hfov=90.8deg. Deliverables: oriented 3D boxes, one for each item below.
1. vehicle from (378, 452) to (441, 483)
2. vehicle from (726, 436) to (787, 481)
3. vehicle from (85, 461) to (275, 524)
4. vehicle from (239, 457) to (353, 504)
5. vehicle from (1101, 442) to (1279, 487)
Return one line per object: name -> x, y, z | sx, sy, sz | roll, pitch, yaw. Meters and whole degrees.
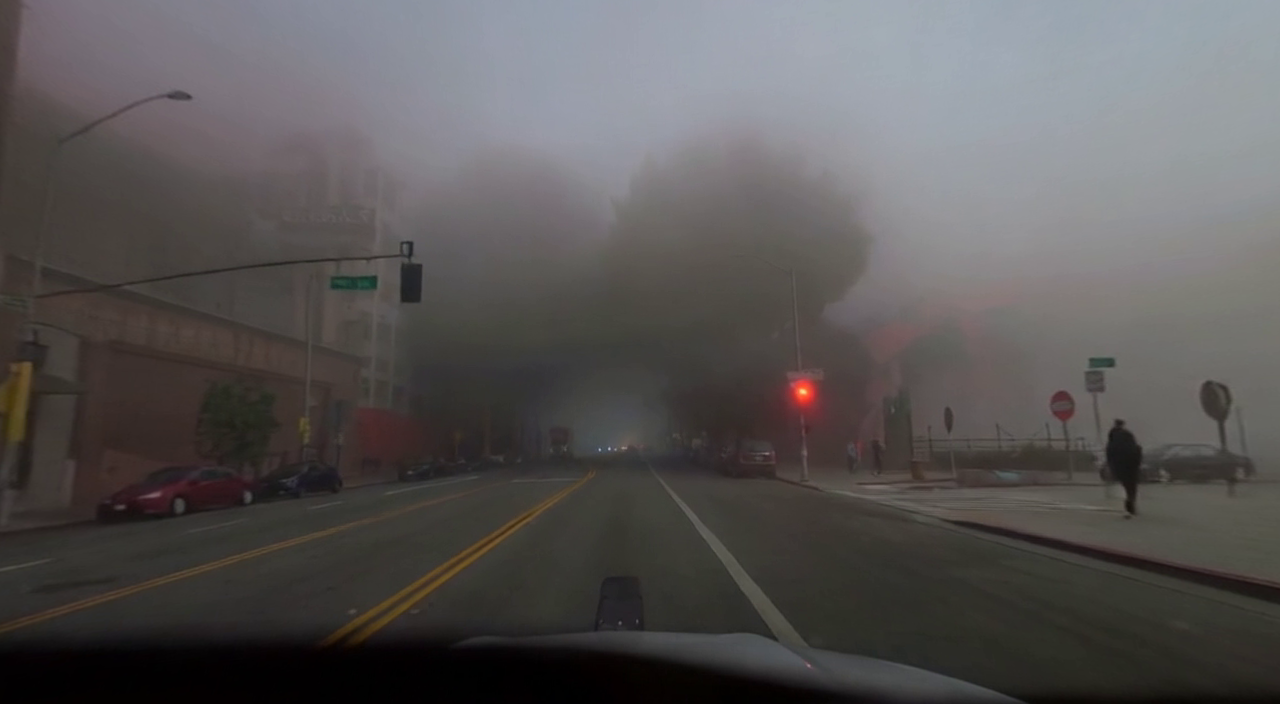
vehicle -> -12.498, 6.276, 34.494 | 1.804, 1.533, 4.121 | 0, -9, 1
vehicle -> 5.538, 5.132, 30.636 | 2.010, 1.943, 4.319 | -2, -9, -1
vehicle -> -12.663, 3.860, 17.861 | 1.945, 1.451, 4.522 | 0, -9, 0
vehicle -> -12.462, 4.655, 23.247 | 1.842, 1.461, 4.371 | 0, -9, -2
vehicle -> 19.251, 3.898, 22.061 | 4.647, 1.476, 2.034 | 0, -9, 0
